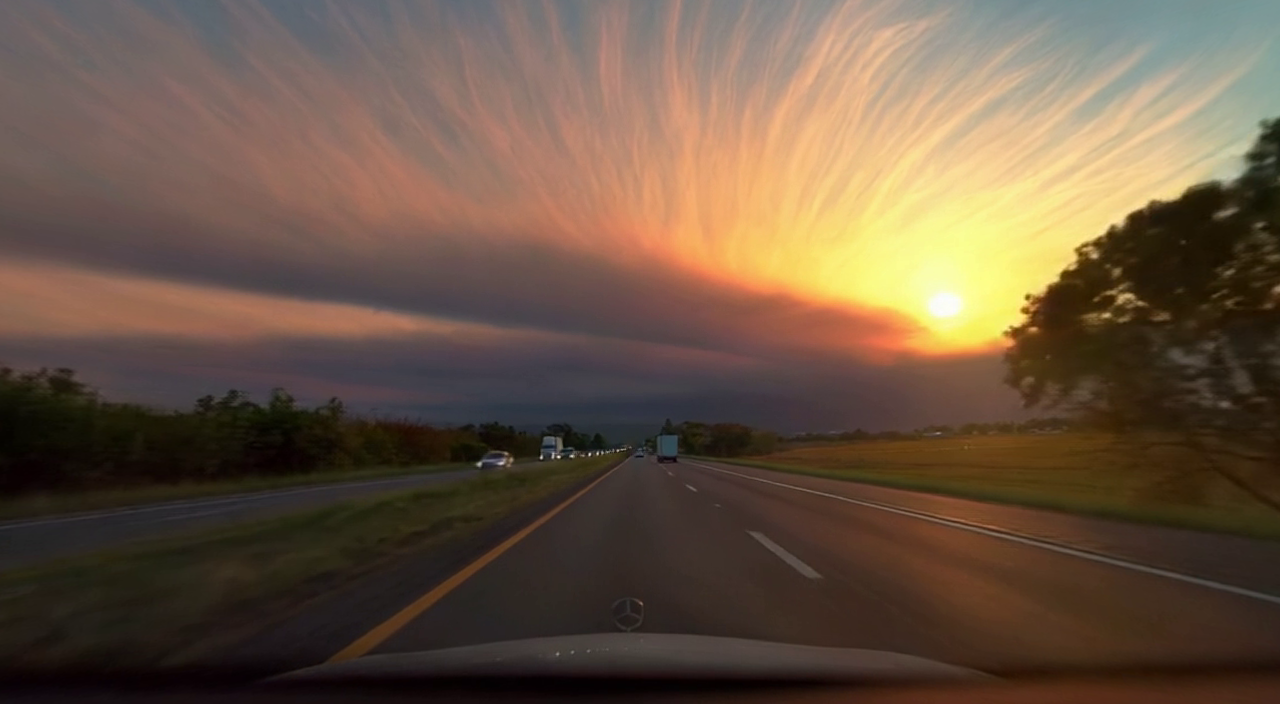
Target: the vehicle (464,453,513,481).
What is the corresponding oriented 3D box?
[{"bbox_3d":[-8.757,6.657,36.741,1.858,1.512,4.033,0,-9,0],"label":"vehicle"}]
